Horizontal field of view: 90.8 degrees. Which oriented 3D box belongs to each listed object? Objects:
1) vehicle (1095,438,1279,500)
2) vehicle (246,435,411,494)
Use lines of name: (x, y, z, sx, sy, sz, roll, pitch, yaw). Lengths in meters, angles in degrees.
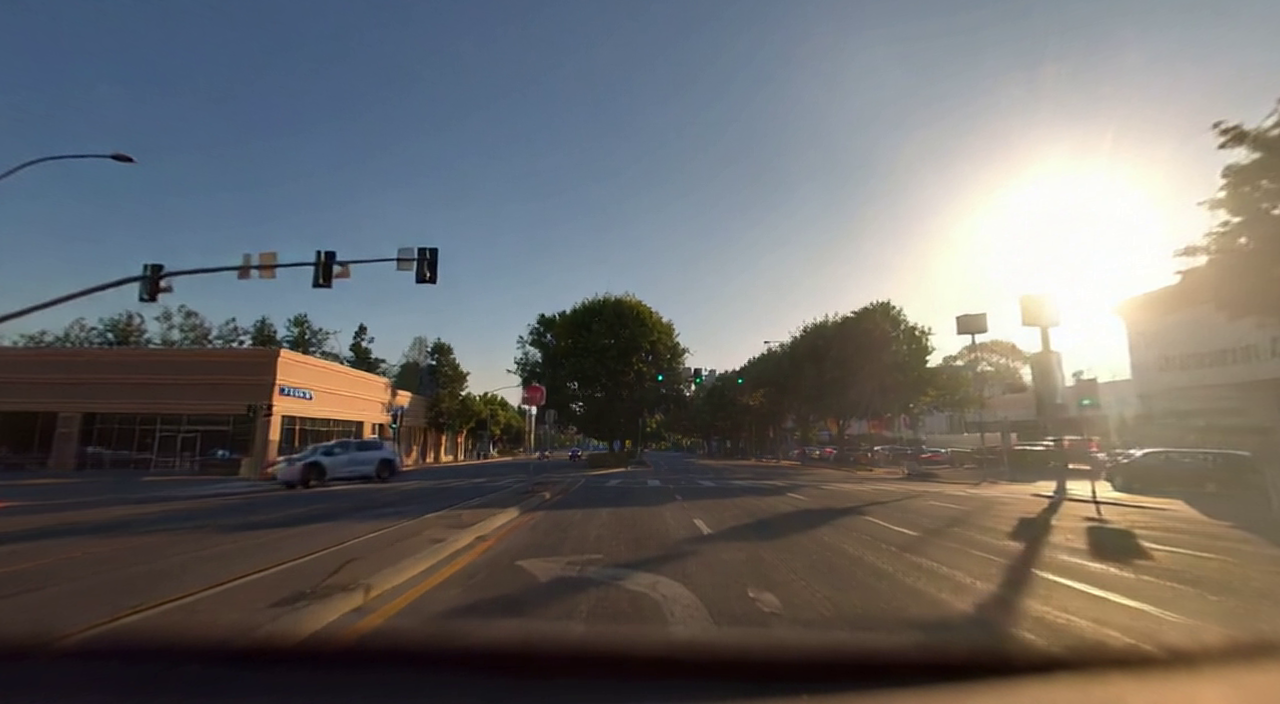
vehicle: (22.233, 4.644, 25.591, 2.195, 2.201, 5.616, 5, -10, -29)
vehicle: (-10.287, 3.684, 21.150, 2.010, 1.728, 4.408, -7, -11, 41)
